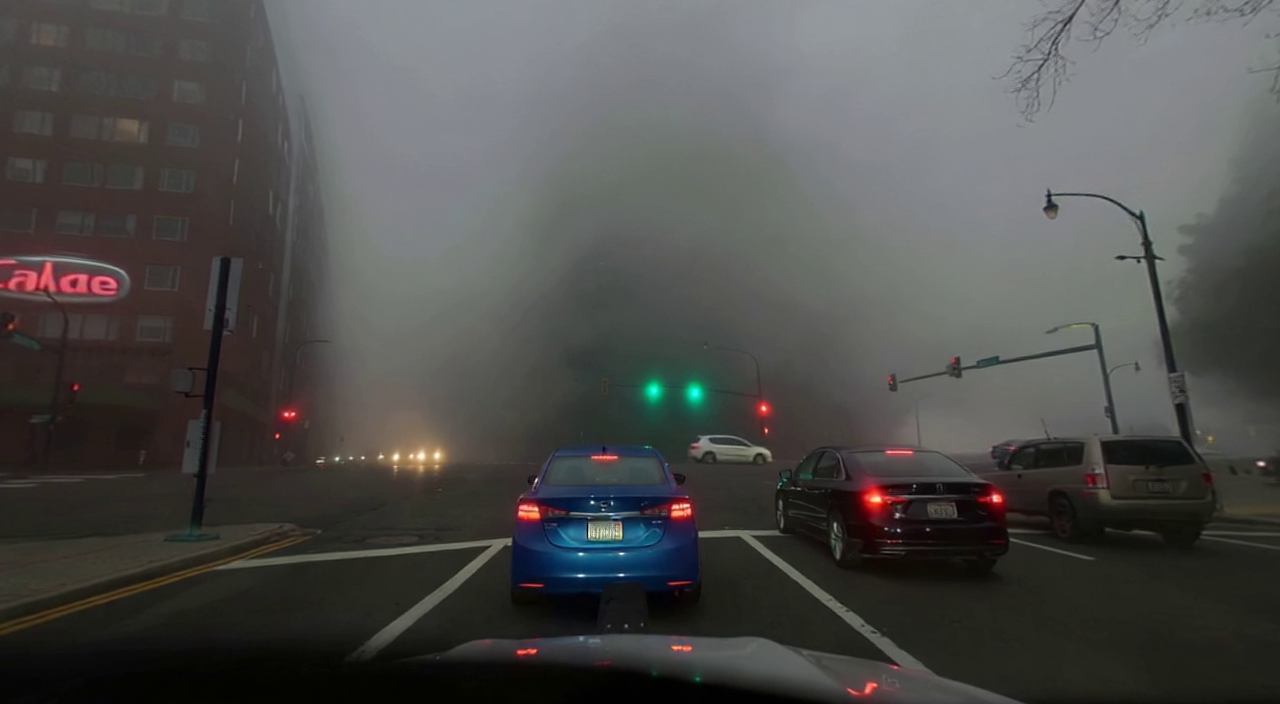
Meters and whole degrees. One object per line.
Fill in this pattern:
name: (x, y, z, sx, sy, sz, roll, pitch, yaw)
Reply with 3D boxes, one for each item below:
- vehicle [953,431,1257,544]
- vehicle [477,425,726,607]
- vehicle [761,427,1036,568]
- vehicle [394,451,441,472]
vehicle: (7.444, 2.165, 10.786, 1.908, 1.517, 4.182, 0, -8, -1)
vehicle: (-0.368, 1.654, 7.289, 2.059, 1.477, 3.988, 0, -8, -1)
vehicle: (3.215, 1.888, 8.970, 2.042, 1.508, 4.109, 0, -8, -2)
vehicle: (-17.130, 8.391, 48.682, 2.048, 1.463, 4.530, 0, -8, -1)
